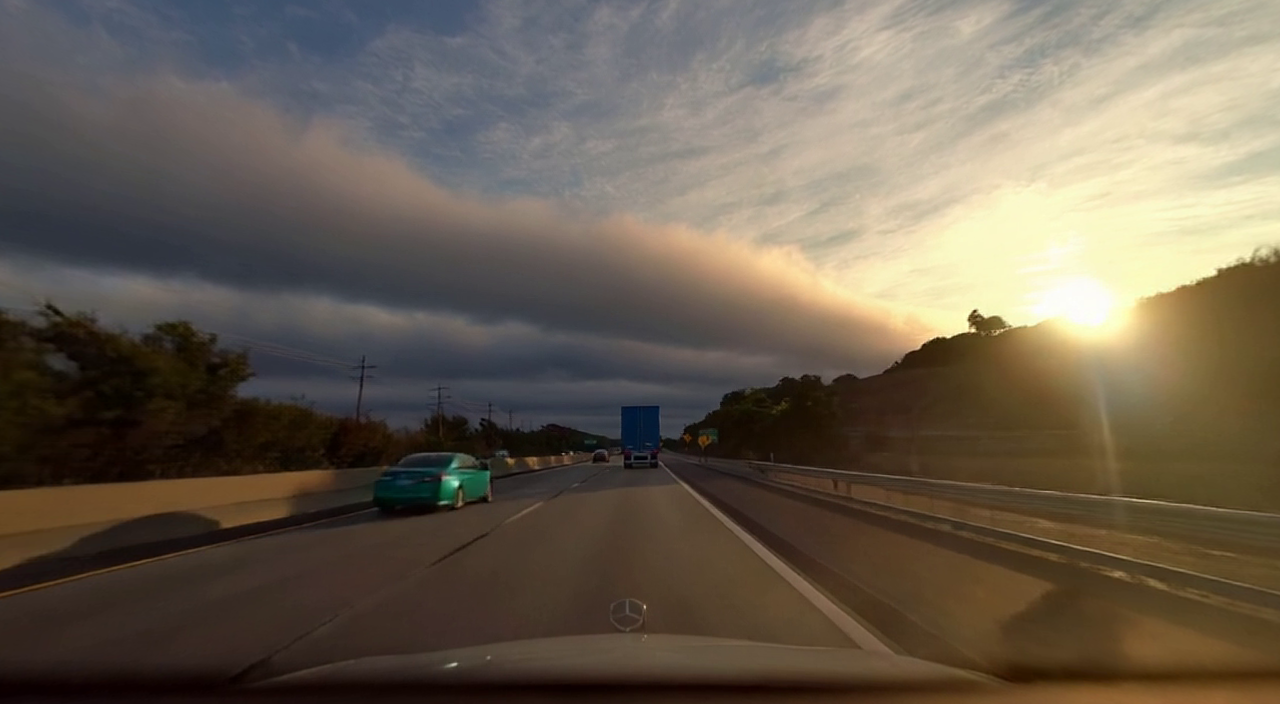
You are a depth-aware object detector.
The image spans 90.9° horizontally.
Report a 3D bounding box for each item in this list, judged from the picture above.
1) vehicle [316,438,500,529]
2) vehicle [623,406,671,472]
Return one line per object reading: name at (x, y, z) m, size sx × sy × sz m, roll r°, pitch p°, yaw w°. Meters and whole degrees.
vehicle at (-4.477, 2.592, 13.111) m, size 2.051 × 1.538 × 4.569 m, roll 0°, pitch -9°, yaw 0°
vehicle at (0.487, 6.017, 43.269) m, size 2.899 × 3.966 × 10.053 m, roll 0°, pitch -9°, yaw 1°
